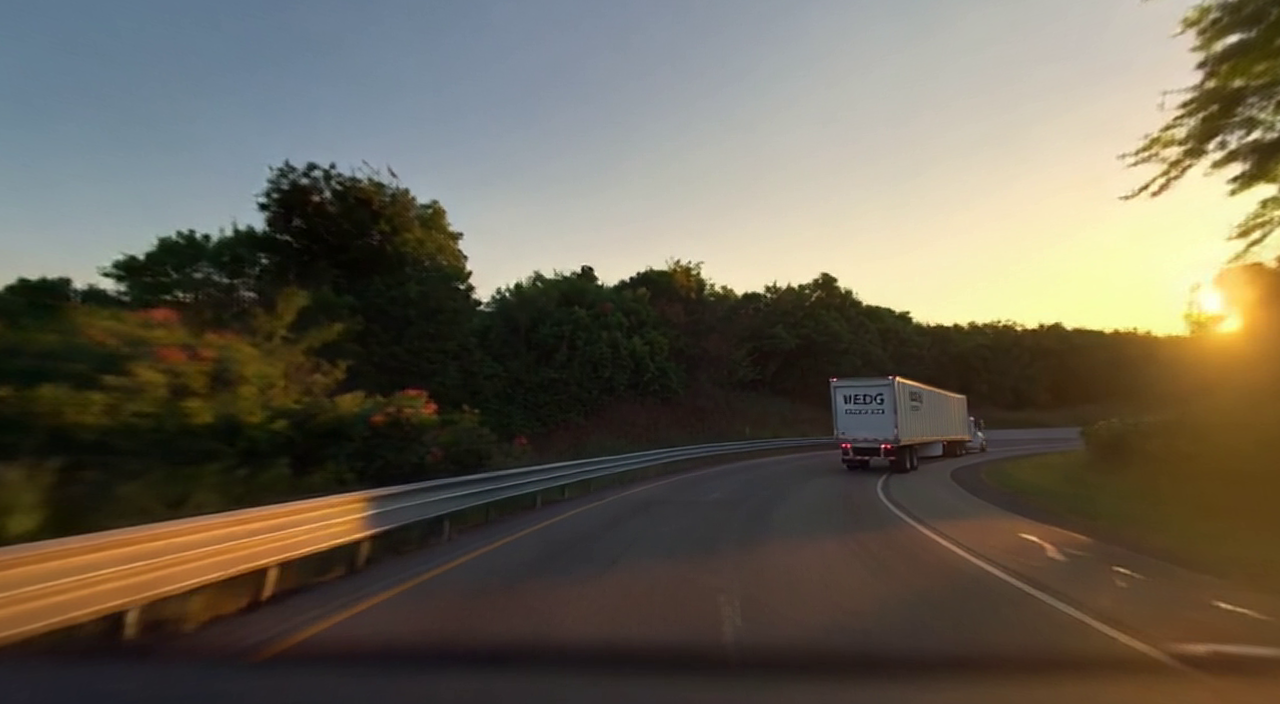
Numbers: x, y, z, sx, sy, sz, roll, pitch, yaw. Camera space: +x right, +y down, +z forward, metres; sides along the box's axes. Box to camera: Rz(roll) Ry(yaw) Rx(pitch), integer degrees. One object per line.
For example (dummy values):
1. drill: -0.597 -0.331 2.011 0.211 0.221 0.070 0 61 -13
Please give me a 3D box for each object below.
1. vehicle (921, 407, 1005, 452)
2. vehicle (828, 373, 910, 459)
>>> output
1. vehicle: 19.844 4.743 38.398 6.650 2.524 2.120 7 -10 -41
2. vehicle: 10.803 3.074 29.624 2.963 3.771 3.137 -4 -9 30
